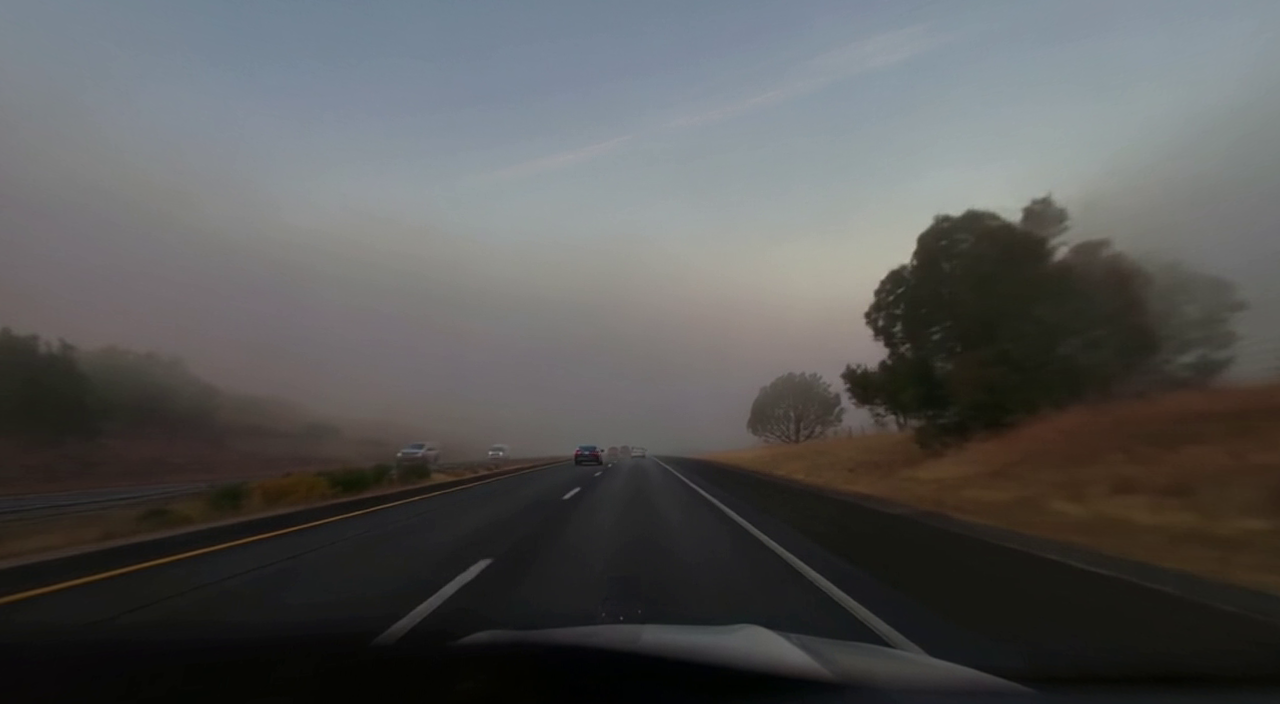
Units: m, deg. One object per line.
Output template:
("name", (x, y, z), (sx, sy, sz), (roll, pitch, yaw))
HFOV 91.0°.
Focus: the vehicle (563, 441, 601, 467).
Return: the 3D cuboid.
("vehicle", (-3.994, 7.095, 44.064), (2.132, 1.701, 4.303), (0, -9, 1))
